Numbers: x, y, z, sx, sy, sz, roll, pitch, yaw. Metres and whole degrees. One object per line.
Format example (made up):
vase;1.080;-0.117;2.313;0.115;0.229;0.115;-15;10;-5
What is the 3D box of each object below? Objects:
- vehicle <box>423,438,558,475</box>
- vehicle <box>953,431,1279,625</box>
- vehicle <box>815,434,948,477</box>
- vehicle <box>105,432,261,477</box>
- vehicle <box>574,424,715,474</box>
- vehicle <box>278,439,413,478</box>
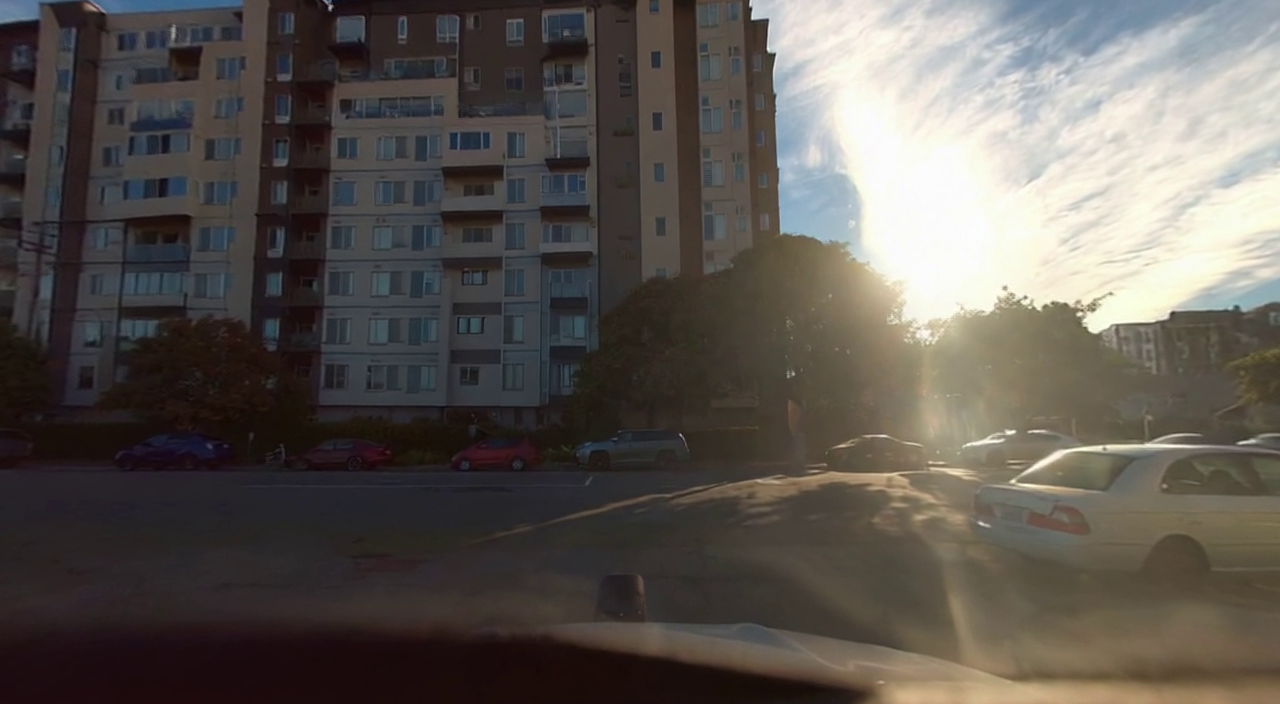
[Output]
vehicle;-5.723;4.087;24.663;4.851;1.339;1.785;0;-11;-2
vehicle;5.934;1.558;6.155;4.714;1.471;1.978;-1;-5;1
vehicle;9.494;4.074;25.079;4.521;1.411;1.726;-2;-7;-4
vehicle;-17.472;3.935;24.362;4.426;1.641;1.889;0;-9;-5
vehicle;0.105;3.846;24.888;5.299;1.860;2.098;1;-10;-4
vehicle;-11.347;4.114;24.611;4.336;1.438;1.776;0;-8;-3
